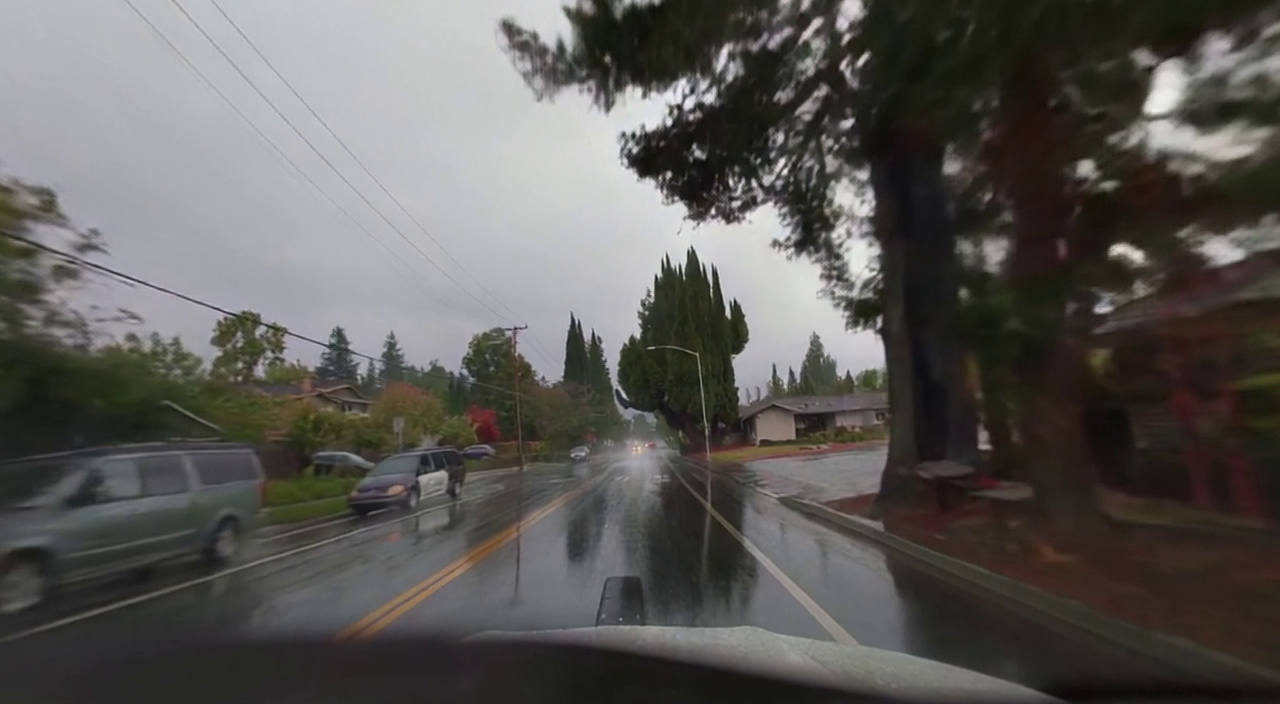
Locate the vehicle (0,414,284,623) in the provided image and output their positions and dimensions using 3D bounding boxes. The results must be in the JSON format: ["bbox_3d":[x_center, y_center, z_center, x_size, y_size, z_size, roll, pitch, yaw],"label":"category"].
[{"bbox_3d":[-6.890,1.903,7.628,2.012,1.902,5.437,-4,-10,1],"label":"vehicle"}]

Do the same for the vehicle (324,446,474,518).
[{"bbox_3d":[-6.702,3.638,18.431,1.984,1.732,5.628,-1,-9,2],"label":"vehicle"}]
